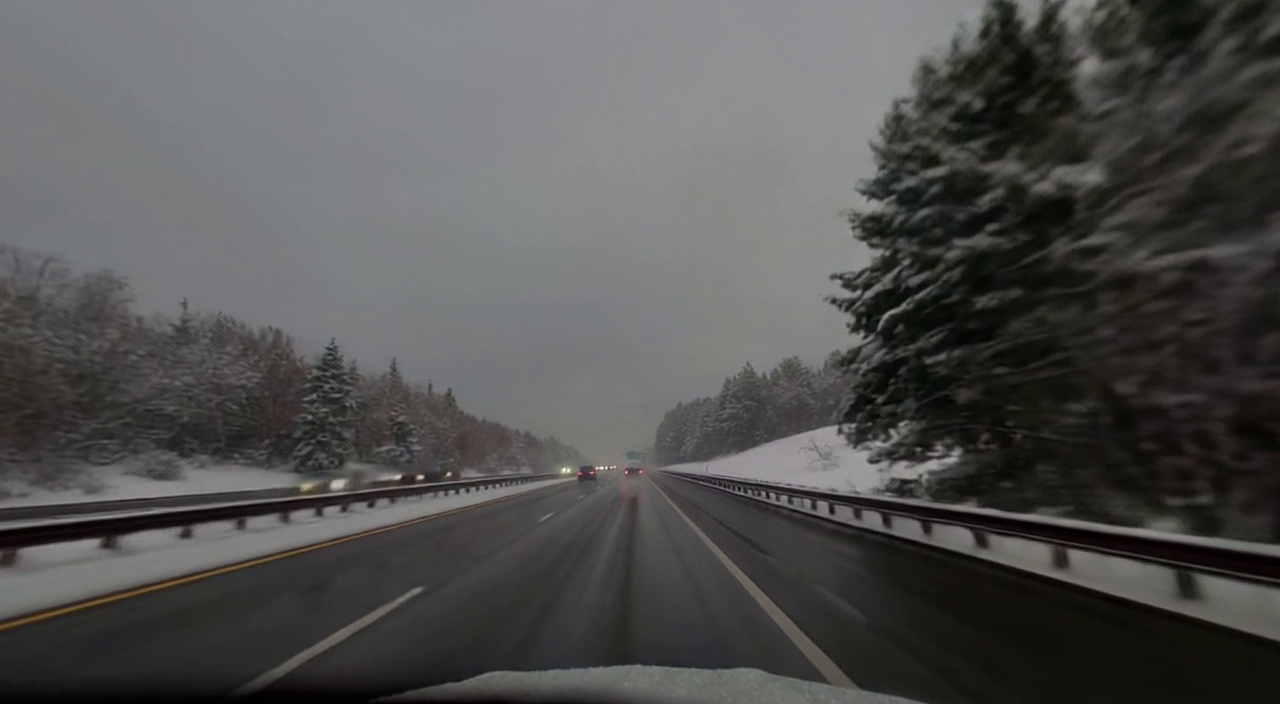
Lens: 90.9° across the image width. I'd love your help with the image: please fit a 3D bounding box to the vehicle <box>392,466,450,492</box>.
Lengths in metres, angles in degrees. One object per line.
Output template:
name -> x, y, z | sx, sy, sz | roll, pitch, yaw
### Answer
vehicle -> -13.126, 7.615, 38.021 | 1.882, 1.445, 4.296 | 1, -11, 1
